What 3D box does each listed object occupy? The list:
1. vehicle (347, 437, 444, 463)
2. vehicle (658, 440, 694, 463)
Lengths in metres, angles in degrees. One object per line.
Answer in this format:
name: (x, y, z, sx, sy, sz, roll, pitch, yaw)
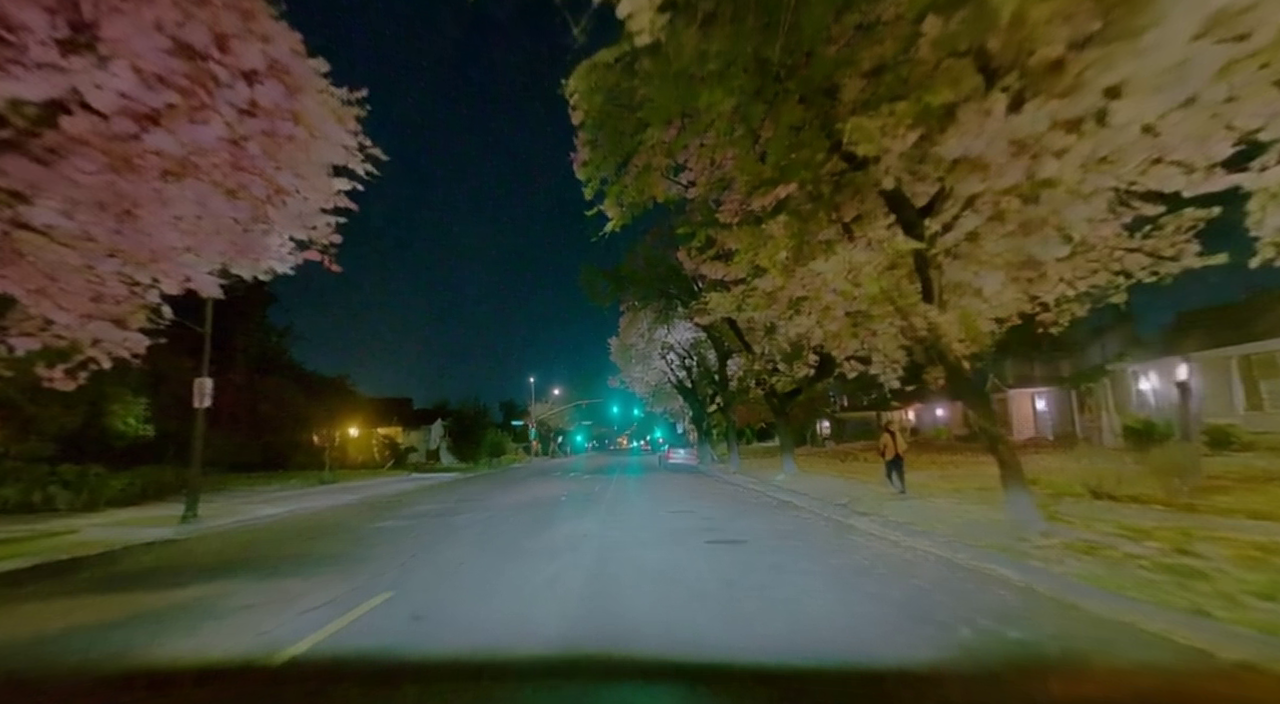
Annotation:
vehicle: (-17.211, 6.897, 44.664, 5.902, 1.796, 2.183, 0, -8, -2)
vehicle: (2.352, 6.670, 42.603, 2.022, 1.455, 4.406, 0, -8, -2)
